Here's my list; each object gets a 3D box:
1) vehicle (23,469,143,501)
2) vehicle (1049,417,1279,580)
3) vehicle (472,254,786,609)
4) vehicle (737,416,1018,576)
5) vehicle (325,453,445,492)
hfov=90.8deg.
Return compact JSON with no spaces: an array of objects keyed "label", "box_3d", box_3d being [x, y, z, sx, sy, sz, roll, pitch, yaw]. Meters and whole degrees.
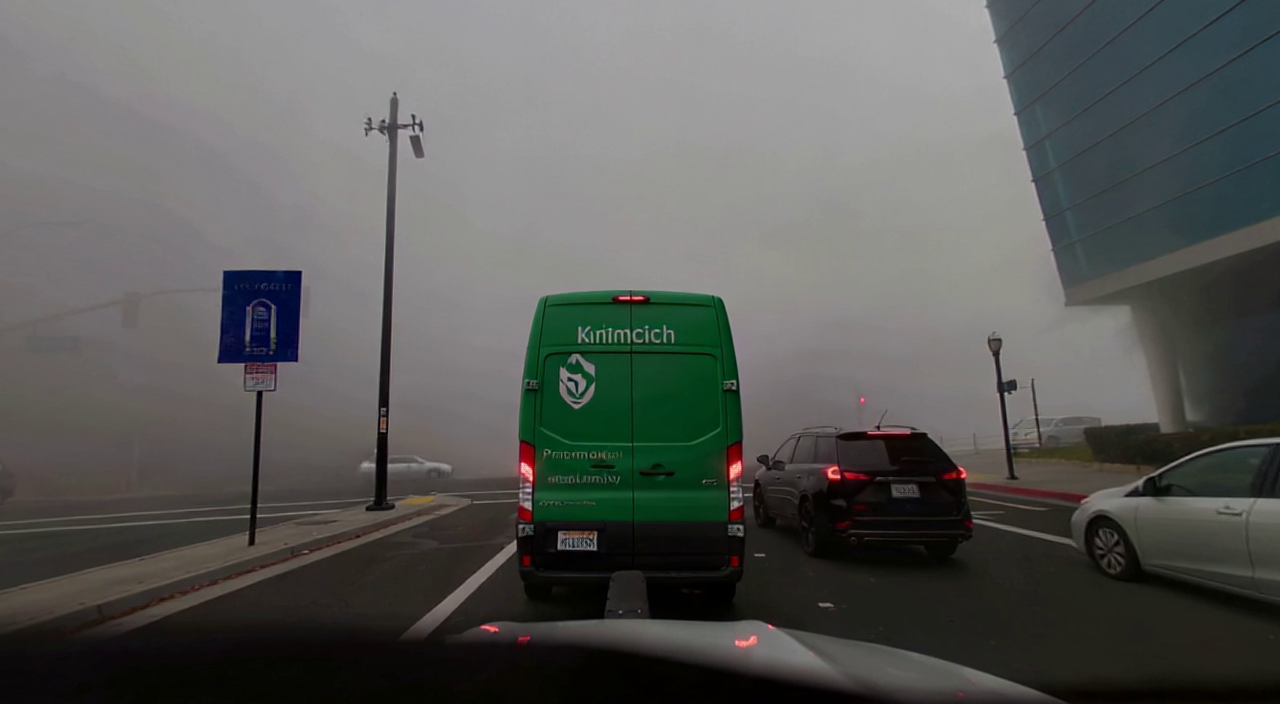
[{"label":"vehicle","box_3d":[-31.100,7.436,35.397,4.806,1.652,1.869,0,-8,-2]},{"label":"vehicle","box_3d":[7.538,1.577,6.996,1.963,1.669,4.678,3,-9,-21]},{"label":"vehicle","box_3d":[-0.054,1.167,9.094,2.613,3.035,7.342,0,-8,1]},{"label":"vehicle","box_3d":[2.880,1.862,9.040,2.183,1.676,4.506,0,-8,-1]},{"label":"vehicle","box_3d":[-11.254,5.345,28.252,4.659,1.615,1.944,2,-9,-13]}]
